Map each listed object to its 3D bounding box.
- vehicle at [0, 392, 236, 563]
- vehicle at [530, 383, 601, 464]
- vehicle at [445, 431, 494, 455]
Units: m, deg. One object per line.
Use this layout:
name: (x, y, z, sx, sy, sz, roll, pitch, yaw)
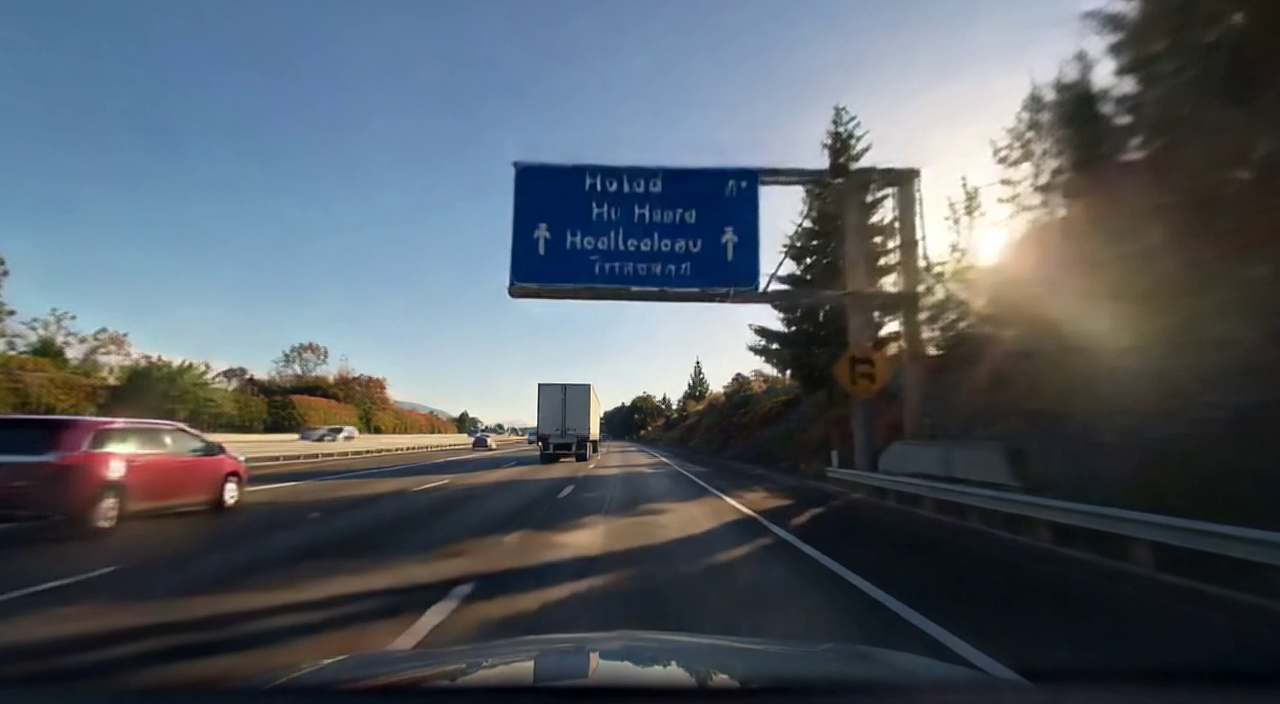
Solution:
vehicle: (-7.430, 1.440, 7.704, 2.075, 1.691, 4.431, 0, -8, -2)
vehicle: (-4.073, 4.385, 37.321, 3.002, 3.987, 12.477, 0, -8, -1)
vehicle: (-11.883, 6.354, 44.069, 2.138, 1.531, 4.864, 0, -8, -1)
